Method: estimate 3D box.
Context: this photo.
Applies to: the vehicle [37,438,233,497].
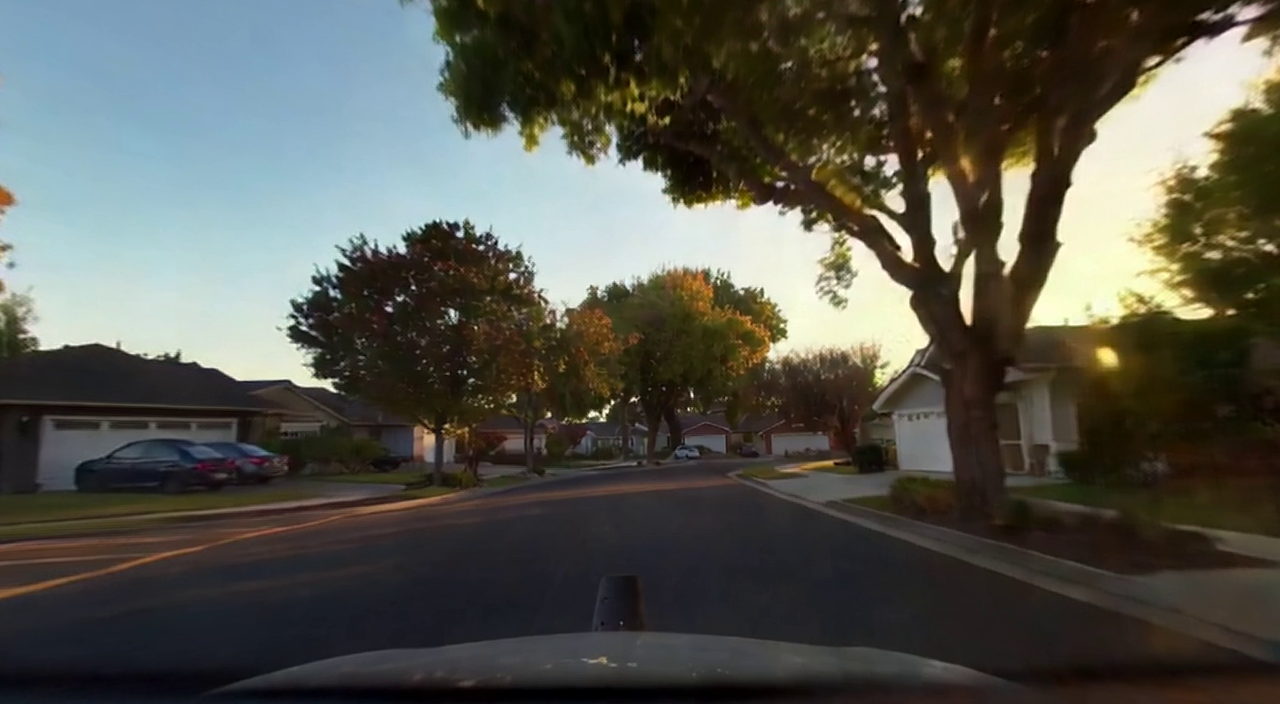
[{"bbox_3d":[-16.671,3.815,21.111,4.581,1.811,2.145,0,-9,-2],"label":"vehicle"}]
